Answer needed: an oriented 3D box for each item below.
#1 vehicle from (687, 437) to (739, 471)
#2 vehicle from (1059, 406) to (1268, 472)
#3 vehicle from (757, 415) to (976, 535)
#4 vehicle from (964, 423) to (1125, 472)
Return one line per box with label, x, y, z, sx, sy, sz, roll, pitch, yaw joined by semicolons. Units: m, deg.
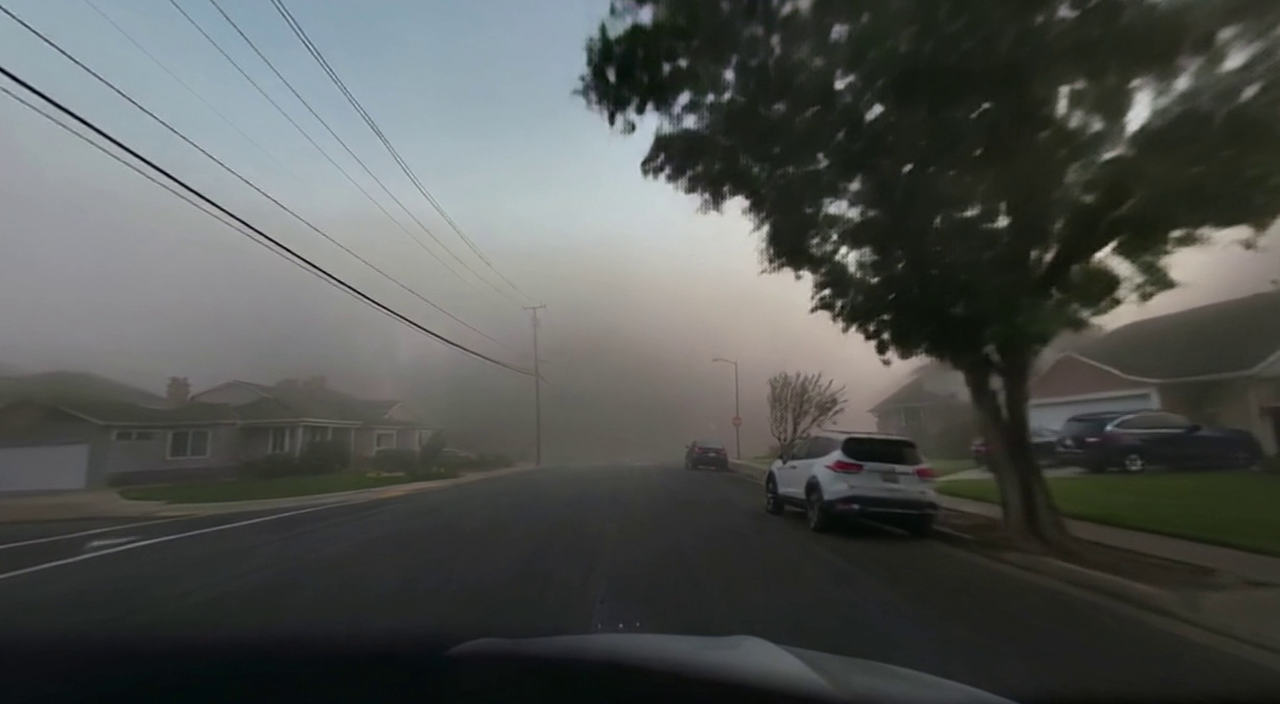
vehicle;3.572;5.097;31.720;2.012;1.531;4.557;0;-8;-1
vehicle;15.374;2.575;18.777;4.283;1.660;2.035;-2;-7;1
vehicle;3.735;2.132;11.544;2.134;1.720;4.515;0;-8;-3
vehicle;13.771;3.274;21.703;4.116;1.435;1.920;-3;-8;1
